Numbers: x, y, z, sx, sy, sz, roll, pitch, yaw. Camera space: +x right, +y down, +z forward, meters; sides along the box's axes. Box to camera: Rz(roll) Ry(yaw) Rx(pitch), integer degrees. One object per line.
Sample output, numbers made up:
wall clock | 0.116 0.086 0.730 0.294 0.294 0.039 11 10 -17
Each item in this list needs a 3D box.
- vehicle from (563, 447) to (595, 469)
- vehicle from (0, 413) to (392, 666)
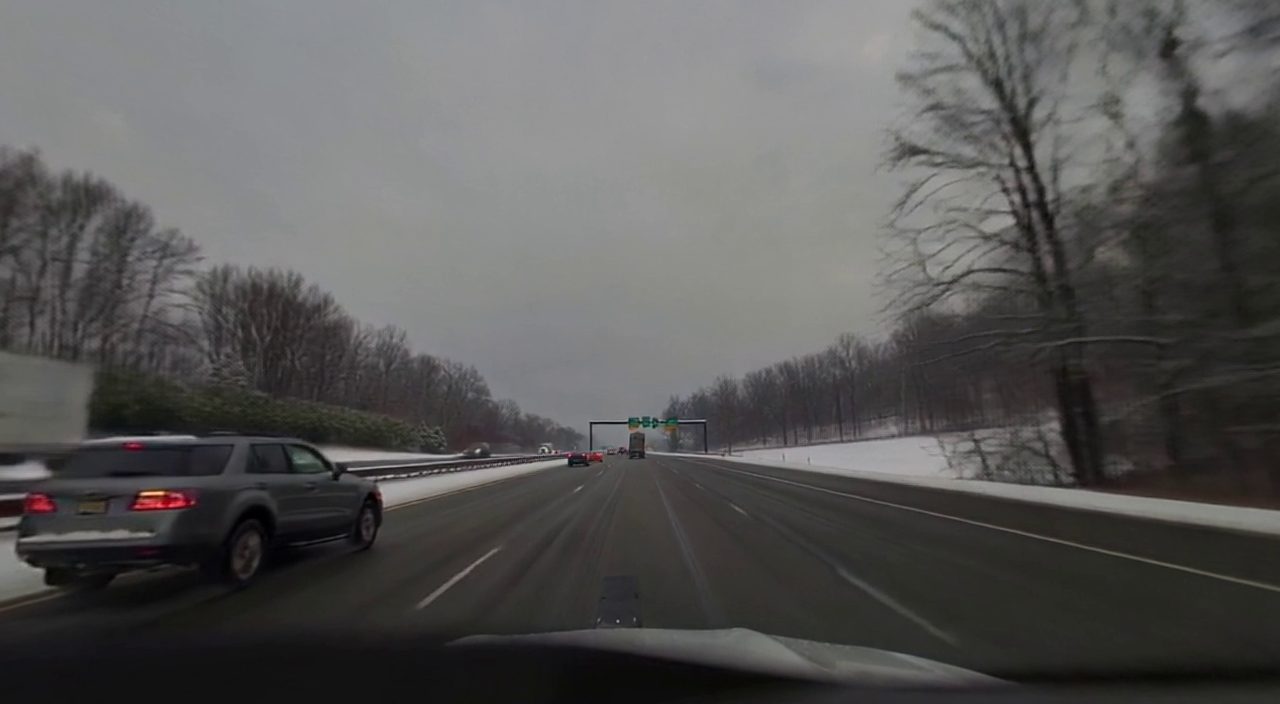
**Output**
vehicle | -4.358 7.632 45.392 1.963 1.475 3.665 0 -9 0
vehicle | -4.210 1.460 5.904 2.071 1.525 4.058 0 -9 0
